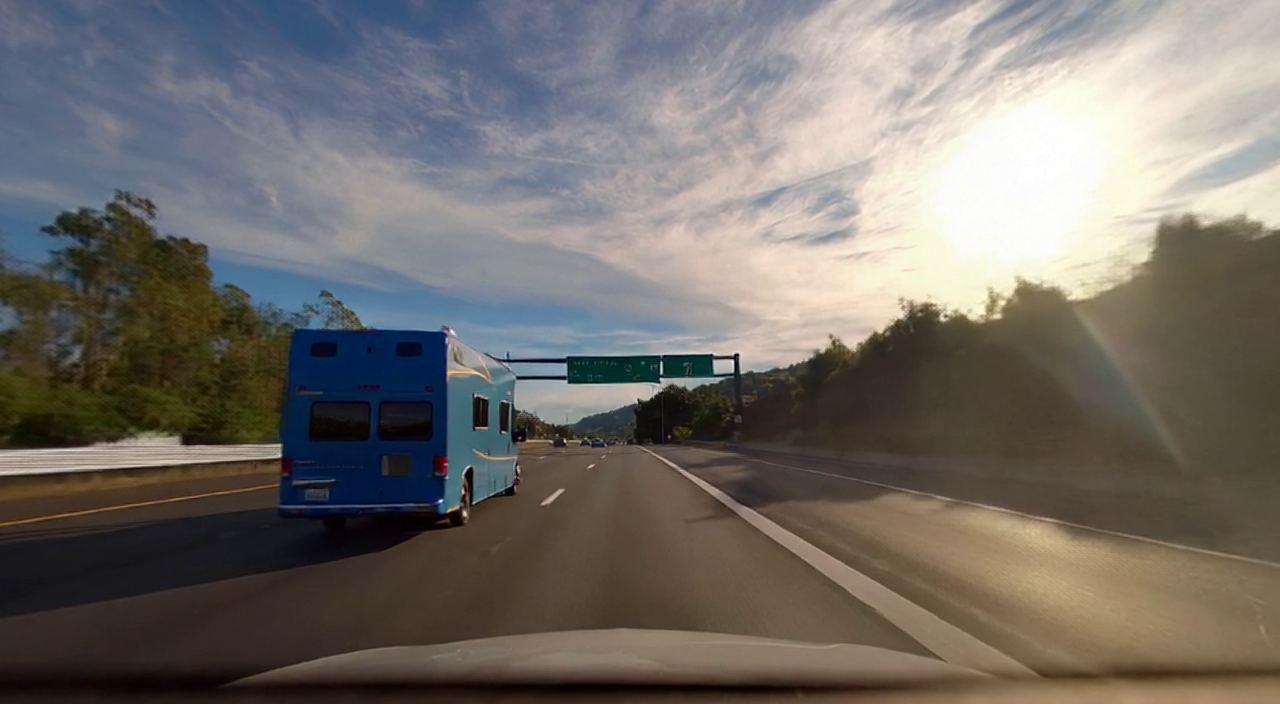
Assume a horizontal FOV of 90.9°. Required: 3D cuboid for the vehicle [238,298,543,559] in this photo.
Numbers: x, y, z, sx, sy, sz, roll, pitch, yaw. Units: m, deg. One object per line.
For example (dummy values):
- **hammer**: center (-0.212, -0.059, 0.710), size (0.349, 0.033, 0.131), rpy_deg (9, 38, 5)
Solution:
- **vehicle**: center (-3.747, 1.383, 11.777), size (2.676, 3.269, 7.388), rpy_deg (-2, -7, 0)
